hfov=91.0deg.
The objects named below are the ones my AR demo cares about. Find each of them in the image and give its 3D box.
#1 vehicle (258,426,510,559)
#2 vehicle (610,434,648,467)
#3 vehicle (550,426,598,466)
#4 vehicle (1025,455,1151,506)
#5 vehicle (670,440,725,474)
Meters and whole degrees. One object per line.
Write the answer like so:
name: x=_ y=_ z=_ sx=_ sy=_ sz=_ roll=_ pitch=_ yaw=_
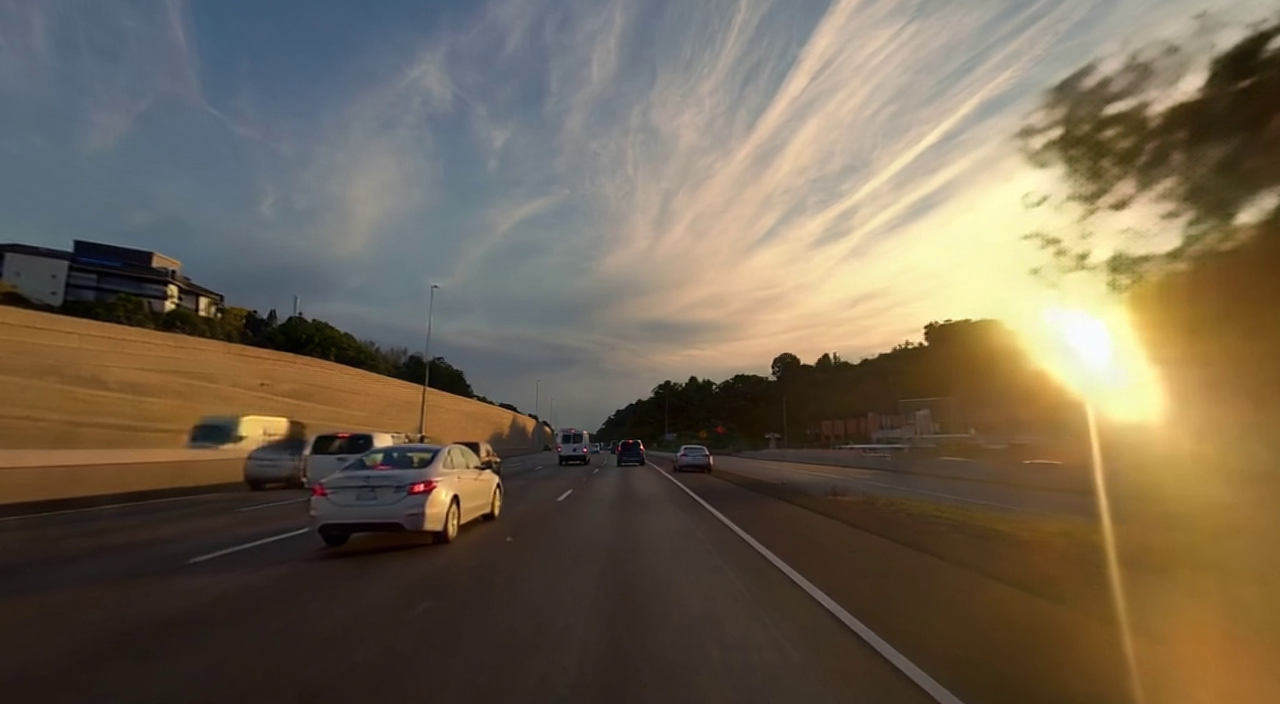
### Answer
vehicle: x=-3.377 y=1.937 z=9.372 sx=1.963 sy=1.507 sz=4.172 roll=0 pitch=-9 yaw=0
vehicle: x=-0.654 y=5.928 z=37.913 sx=2.207 sy=1.807 sz=4.199 roll=0 pitch=-9 yaw=-1
vehicle: x=-4.010 y=5.904 z=39.484 sx=2.504 sy=2.276 sz=5.933 roll=0 pitch=-9 yaw=-1
vehicle: x=14.533 y=4.147 z=20.660 sx=1.578 sy=1.407 sz=3.414 roll=2 pitch=-8 yaw=-1
vehicle: x=2.660 y=5.038 z=30.354 sx=2.127 sy=1.513 sz=4.501 roll=0 pitch=-9 yaw=-1
